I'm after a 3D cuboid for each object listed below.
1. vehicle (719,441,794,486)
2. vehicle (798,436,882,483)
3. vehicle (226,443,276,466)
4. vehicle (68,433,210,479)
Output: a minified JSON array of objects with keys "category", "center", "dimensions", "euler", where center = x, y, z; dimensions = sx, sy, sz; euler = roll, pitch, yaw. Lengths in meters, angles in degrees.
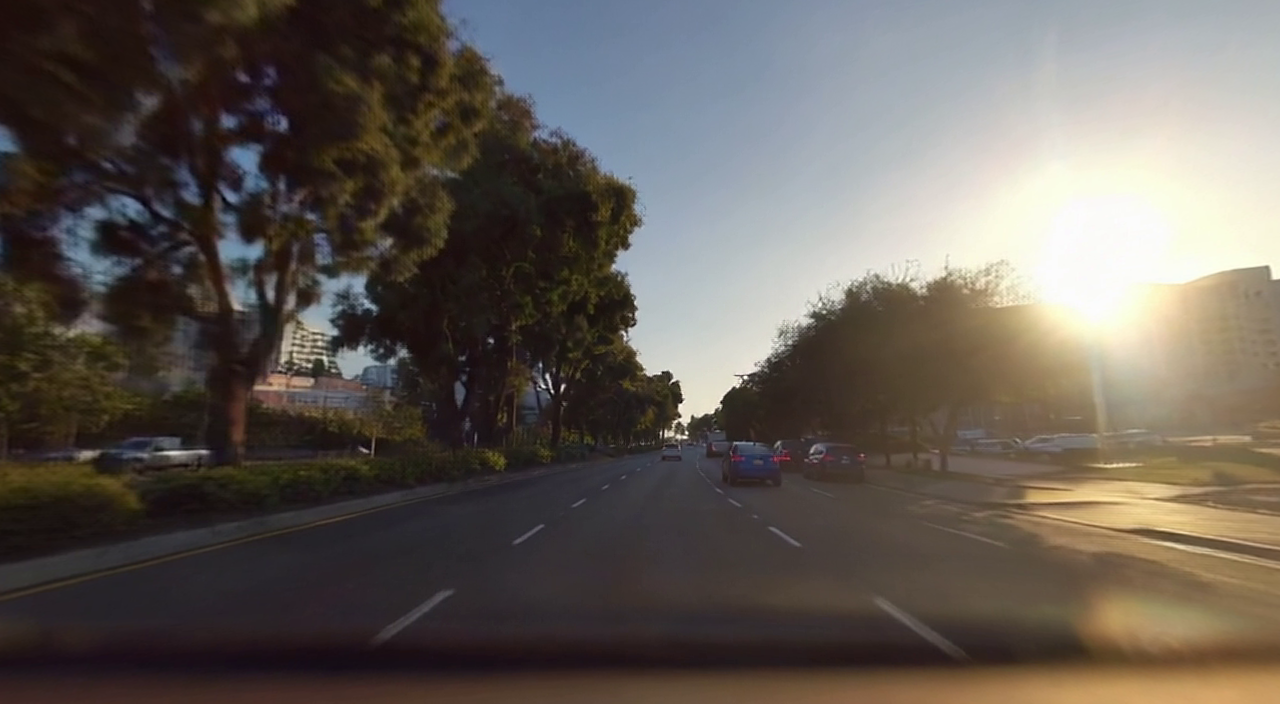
[{"category":"vehicle","center":[4.176,4.065,23.355],"dimensions":[1.981,1.499,4.536],"euler":[0,-8,1]},{"category":"vehicle","center":[8.357,4.505,26.808],"dimensions":[2.104,1.801,4.628],"euler":[0,-8,1]},{"category":"vehicle","center":[-29.299,7.667,47.386],"dimensions":[4.266,1.583,2.078],"euler":[-8,-12,43]},{"category":"vehicle","center":[-19.446,4.057,24.796],"dimensions":[2.140,1.626,4.526],"euler":[1,-8,-5]}]
